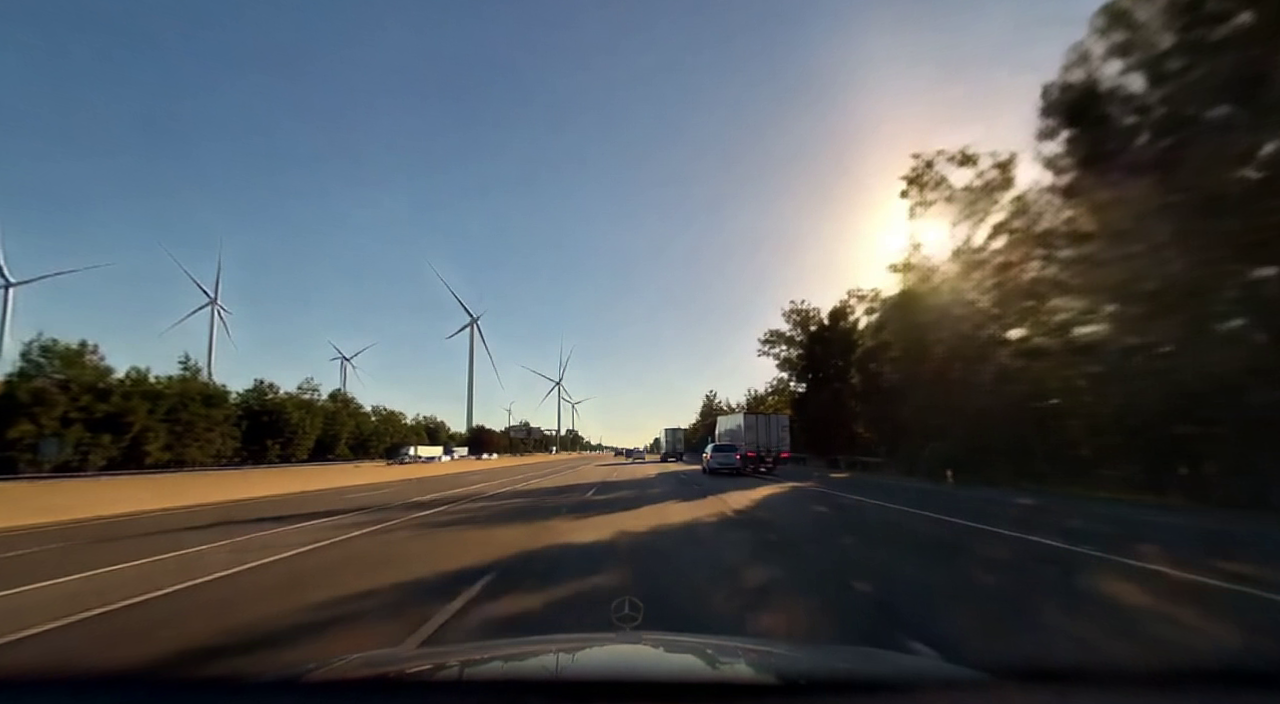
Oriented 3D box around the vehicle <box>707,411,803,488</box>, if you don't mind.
[{"bbox_3d":[4.325,3.864,24.932,2.609,2.648,5.397,0,-9,-2],"label":"vehicle"}]
